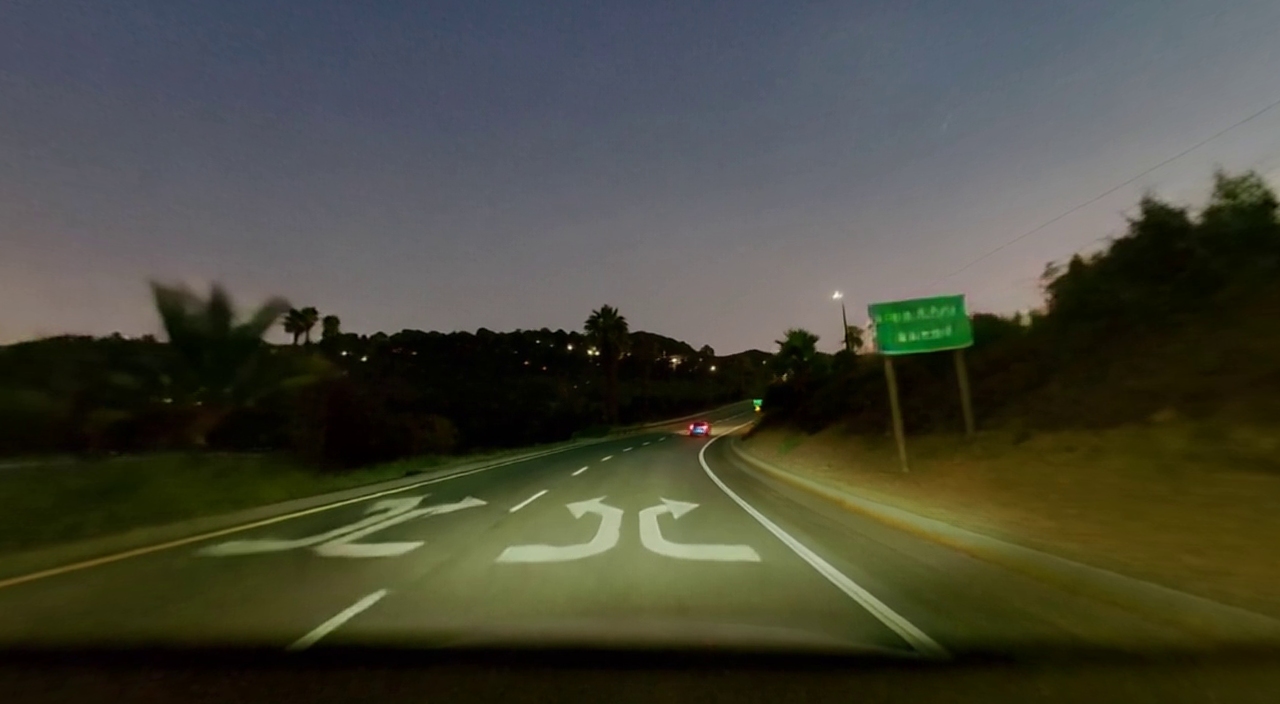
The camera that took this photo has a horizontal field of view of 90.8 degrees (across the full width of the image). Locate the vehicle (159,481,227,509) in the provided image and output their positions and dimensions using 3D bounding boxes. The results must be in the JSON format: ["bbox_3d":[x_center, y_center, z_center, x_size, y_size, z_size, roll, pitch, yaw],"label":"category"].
[{"bbox_3d":[-34.282,10.981,48.579,1.996,1.752,4.503,0,-9,-2],"label":"vehicle"}]
